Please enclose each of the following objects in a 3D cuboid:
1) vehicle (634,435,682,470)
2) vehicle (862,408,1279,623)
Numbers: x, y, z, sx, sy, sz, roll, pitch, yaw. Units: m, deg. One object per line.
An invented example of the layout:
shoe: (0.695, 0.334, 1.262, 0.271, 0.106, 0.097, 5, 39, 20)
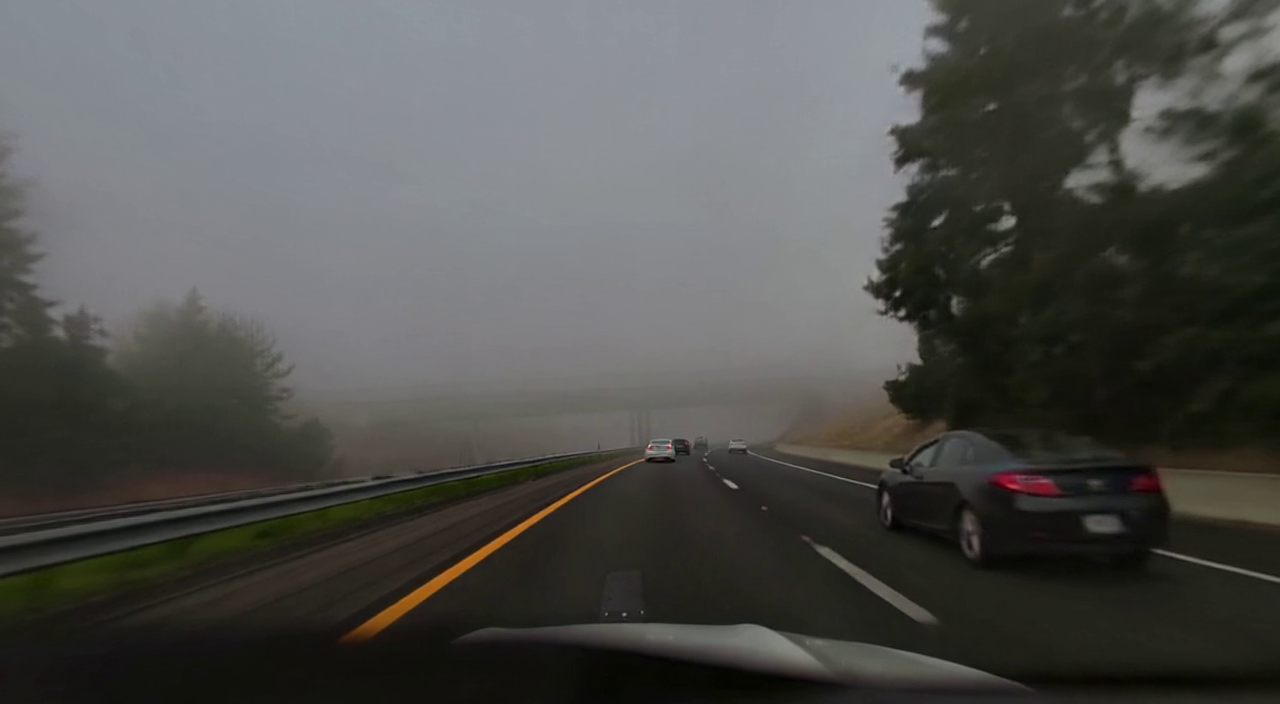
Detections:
vehicle: (0.840, 4.474, 28.208, 1.993, 1.461, 3.812, -1, -8, 3)
vehicle: (4.216, 1.474, 6.712, 2.163, 1.489, 4.470, 0, -8, 2)
